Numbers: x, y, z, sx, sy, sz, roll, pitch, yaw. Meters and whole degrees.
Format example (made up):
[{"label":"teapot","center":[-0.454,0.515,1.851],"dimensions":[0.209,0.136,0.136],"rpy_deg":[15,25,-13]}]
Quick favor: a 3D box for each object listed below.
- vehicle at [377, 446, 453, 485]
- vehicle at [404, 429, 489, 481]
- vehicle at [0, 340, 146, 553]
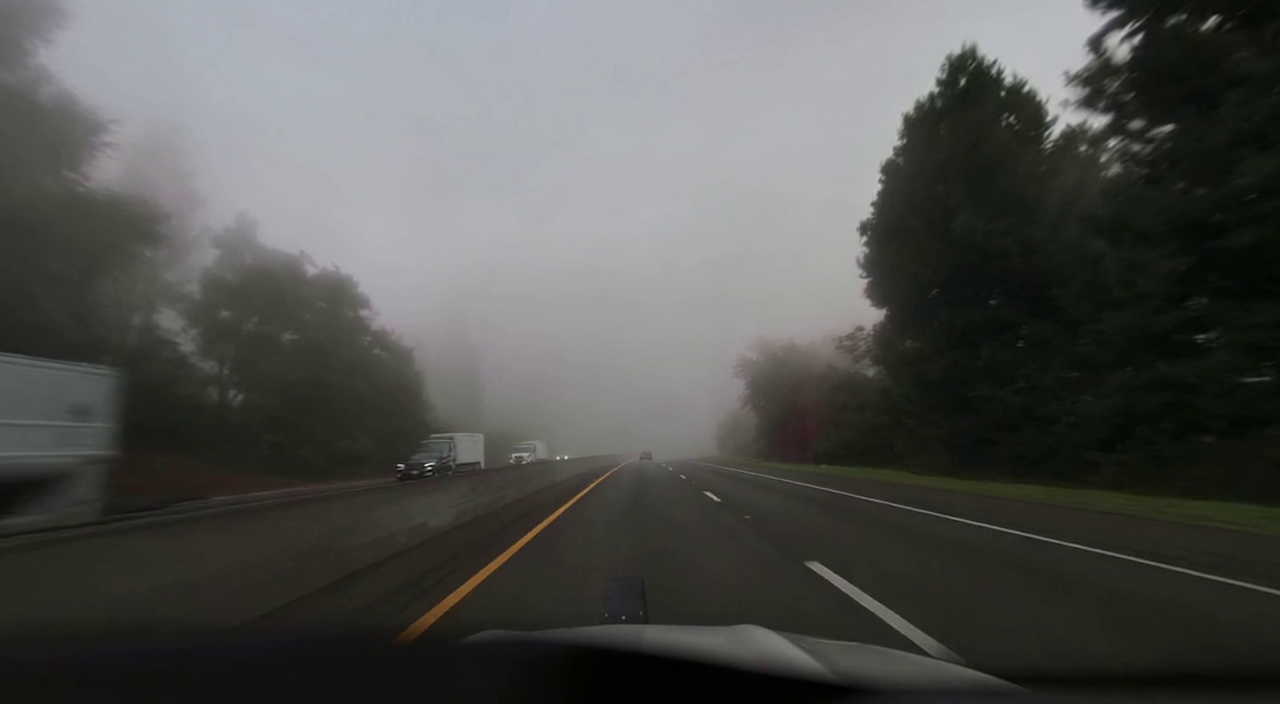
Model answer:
[{"label":"vehicle","center":[-12.691,6.406,35.979],"dimensions":[2.498,2.023,4.871],"rpy_deg":[0,-9,0]},{"label":"vehicle","center":[-12.628,6.850,42.148],"dimensions":[2.692,3.025,8.751],"rpy_deg":[0,-9,1]},{"label":"vehicle","center":[-13.052,1.447,9.628],"dimensions":[2.990,3.800,9.717],"rpy_deg":[0,-9,0]}]
